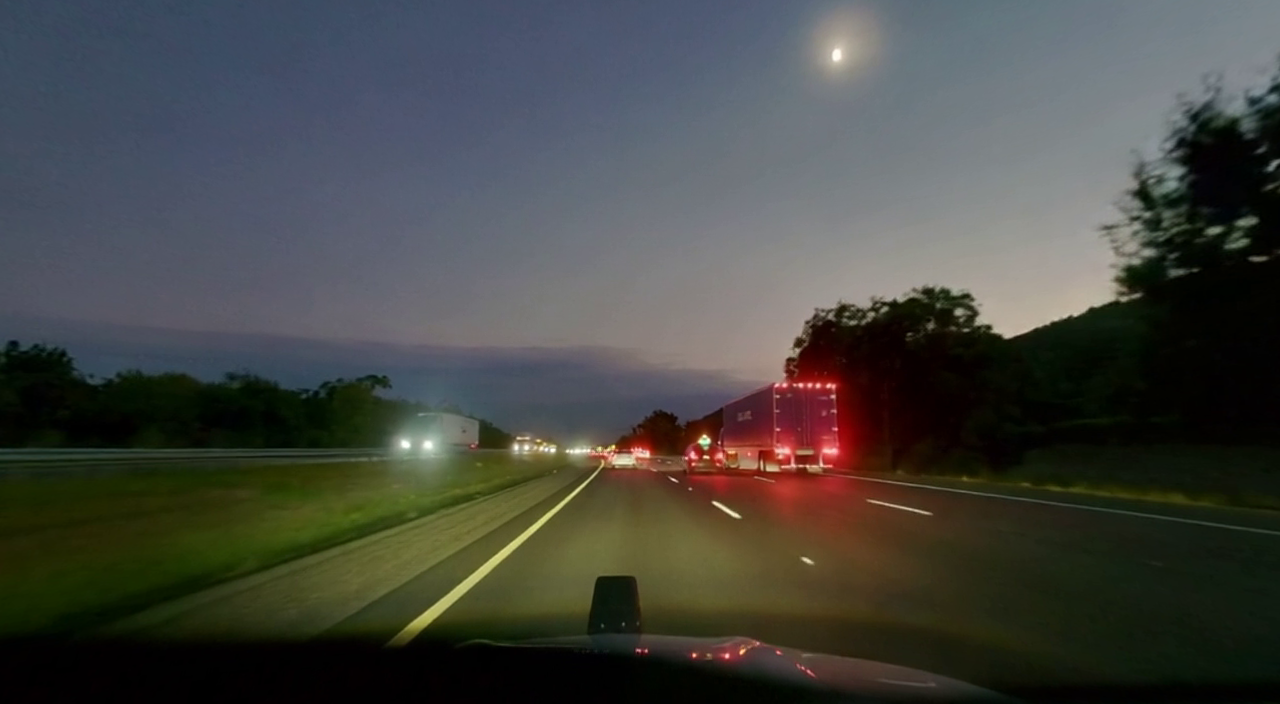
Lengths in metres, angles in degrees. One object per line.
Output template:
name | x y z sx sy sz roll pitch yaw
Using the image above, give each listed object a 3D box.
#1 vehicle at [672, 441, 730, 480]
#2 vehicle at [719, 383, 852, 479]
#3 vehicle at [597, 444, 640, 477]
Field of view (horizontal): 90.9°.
vehicle | 2.645 4.816 28.127 2.013 1.623 3.916 1 -9 -3
vehicle | 6.986 4.414 33.631 2.965 3.990 14.227 1 -9 -3
vehicle | -1.092 5.454 31.764 2.050 1.534 3.771 1 -9 -2
